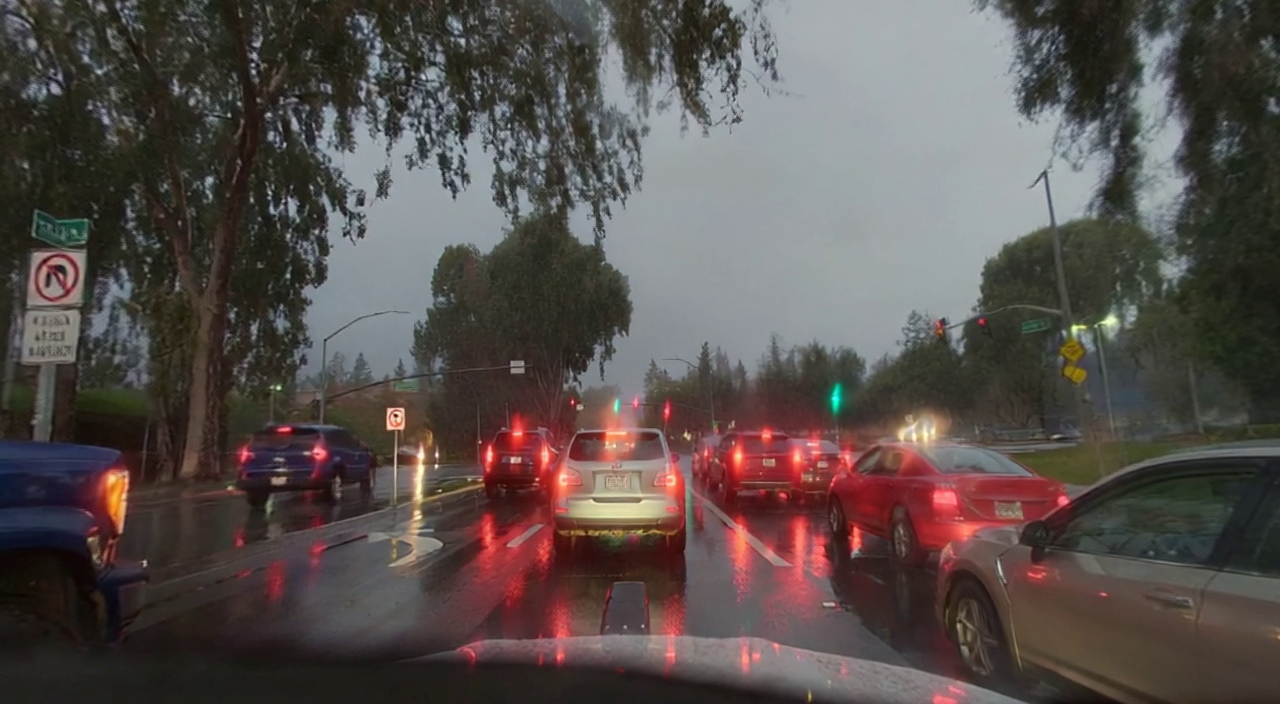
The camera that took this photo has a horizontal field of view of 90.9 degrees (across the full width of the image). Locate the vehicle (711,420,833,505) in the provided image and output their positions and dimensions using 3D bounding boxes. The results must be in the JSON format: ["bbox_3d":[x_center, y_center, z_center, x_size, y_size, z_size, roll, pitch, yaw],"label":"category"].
[{"bbox_3d":[3.135,2.764,16.124,2.102,1.841,4.587,0,-8,0],"label":"vehicle"}]

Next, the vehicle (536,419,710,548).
[{"bbox_3d":[-0.221,1.935,9.871,2.194,1.607,3.690,0,-8,0],"label":"vehicle"}]

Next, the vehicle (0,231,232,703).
[{"bbox_3d":[-3.484,0.354,0.317,2.656,2.021,5.800,0,-8,0],"label":"vehicle"}]

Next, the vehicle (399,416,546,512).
[{"bbox_3d":[-3.629,2.525,14.642,2.089,1.857,4.488,0,-8,1],"label":"vehicle"}]

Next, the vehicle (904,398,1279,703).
[{"bbox_3d":[3.009,0.962,2.516,1.874,1.477,4.698,0,-8,0],"label":"vehicle"}]

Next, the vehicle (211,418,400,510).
[{"bbox_3d":[-7.456,2.543,14.769,2.088,1.787,4.728,0,-8,-4],"label":"vehicle"}]
